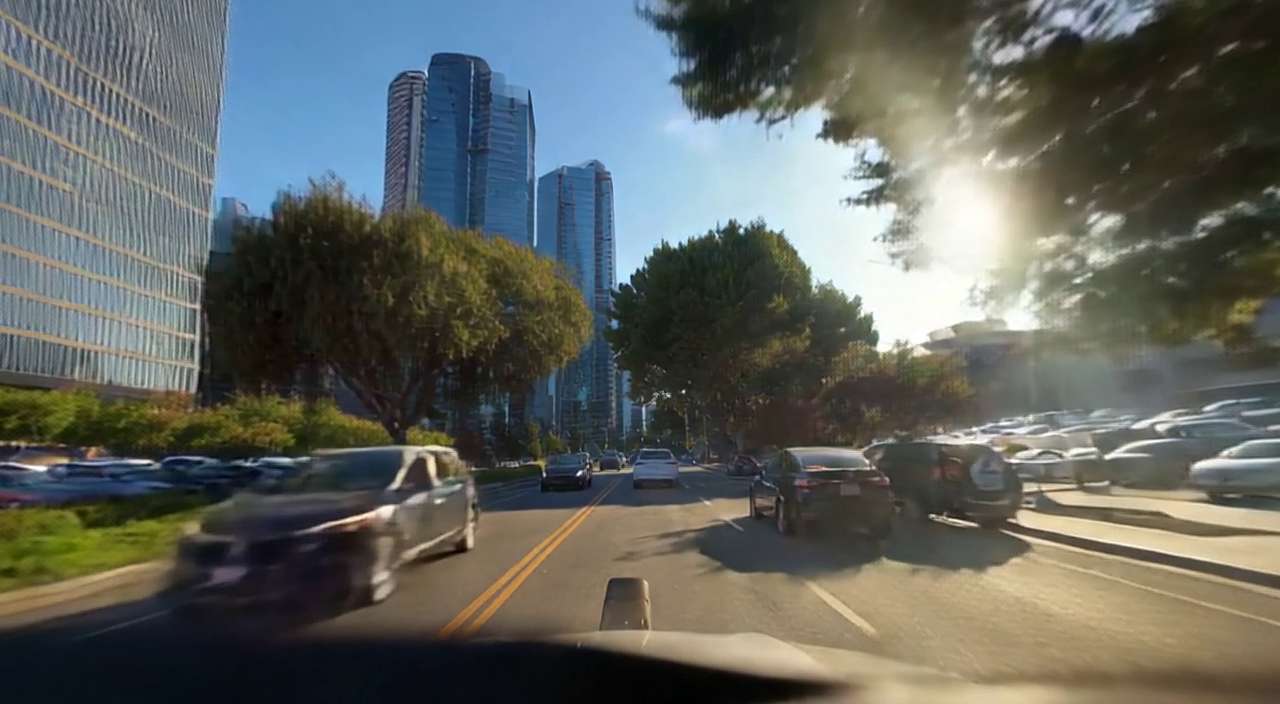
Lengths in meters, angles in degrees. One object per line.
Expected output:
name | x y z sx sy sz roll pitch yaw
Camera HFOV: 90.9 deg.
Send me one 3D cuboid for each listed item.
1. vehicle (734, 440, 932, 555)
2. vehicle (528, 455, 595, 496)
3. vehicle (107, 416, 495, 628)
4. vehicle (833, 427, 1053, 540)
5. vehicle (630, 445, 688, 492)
vehicle | 2.951 2.322 10.722 1.991 1.536 4.116 0 -9 -1
vehicle | -2.915 4.686 24.279 1.997 1.415 4.195 -1 -9 1
vehicle | -3.310 1.755 7.417 2.124 1.731 4.227 -1 -9 1
vehicle | 5.685 2.524 12.698 2.059 1.813 4.637 0 -9 0
vehicle | 0.715 4.533 24.785 2.105 1.653 3.887 -1 -9 1
